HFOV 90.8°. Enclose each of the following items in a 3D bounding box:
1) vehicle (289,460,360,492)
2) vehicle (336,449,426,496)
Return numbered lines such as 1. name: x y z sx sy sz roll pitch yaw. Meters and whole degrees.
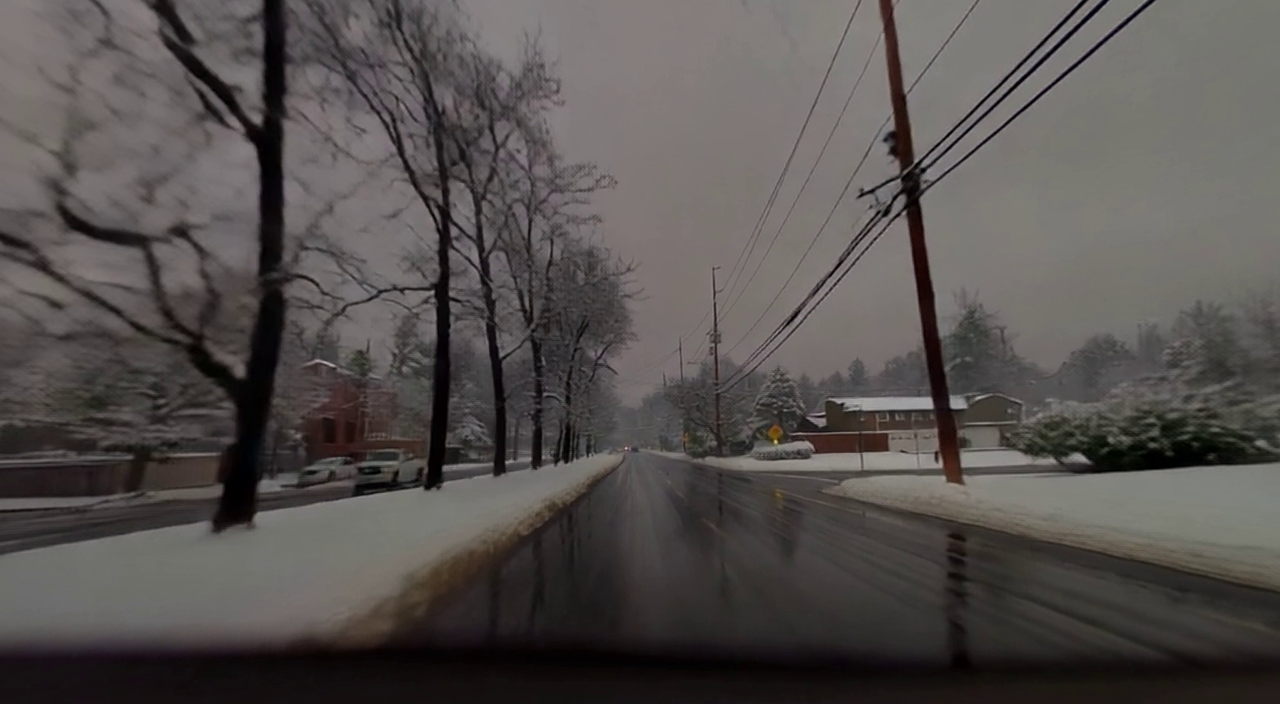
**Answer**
1. vehicle: -19.036 7.451 38.356 1.955 1.584 4.664 -4 -9 -1
2. vehicle: -10.376 4.825 25.693 1.933 1.709 4.063 0 -9 0
